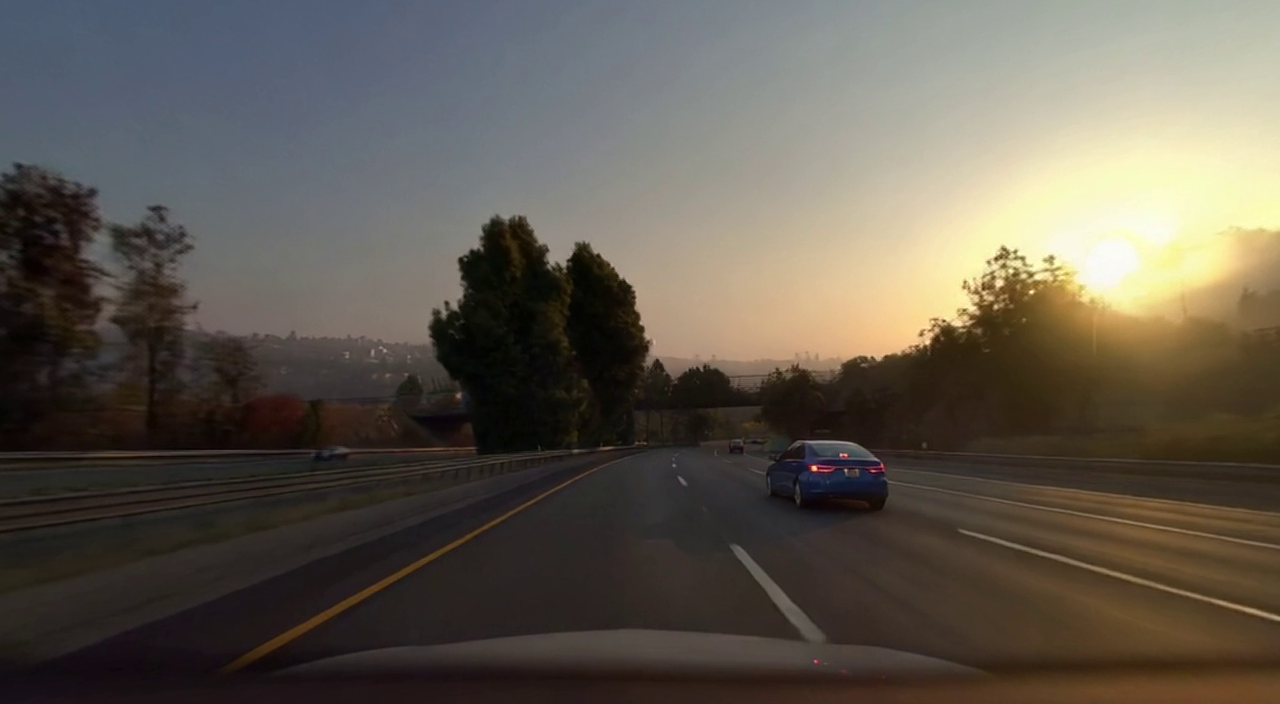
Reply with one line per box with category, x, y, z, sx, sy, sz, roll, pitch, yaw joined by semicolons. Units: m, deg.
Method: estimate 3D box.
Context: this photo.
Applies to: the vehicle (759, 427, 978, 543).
vehicle;3.514;2.108;10.755;2.050;1.546;4.344;0;-8;-1
